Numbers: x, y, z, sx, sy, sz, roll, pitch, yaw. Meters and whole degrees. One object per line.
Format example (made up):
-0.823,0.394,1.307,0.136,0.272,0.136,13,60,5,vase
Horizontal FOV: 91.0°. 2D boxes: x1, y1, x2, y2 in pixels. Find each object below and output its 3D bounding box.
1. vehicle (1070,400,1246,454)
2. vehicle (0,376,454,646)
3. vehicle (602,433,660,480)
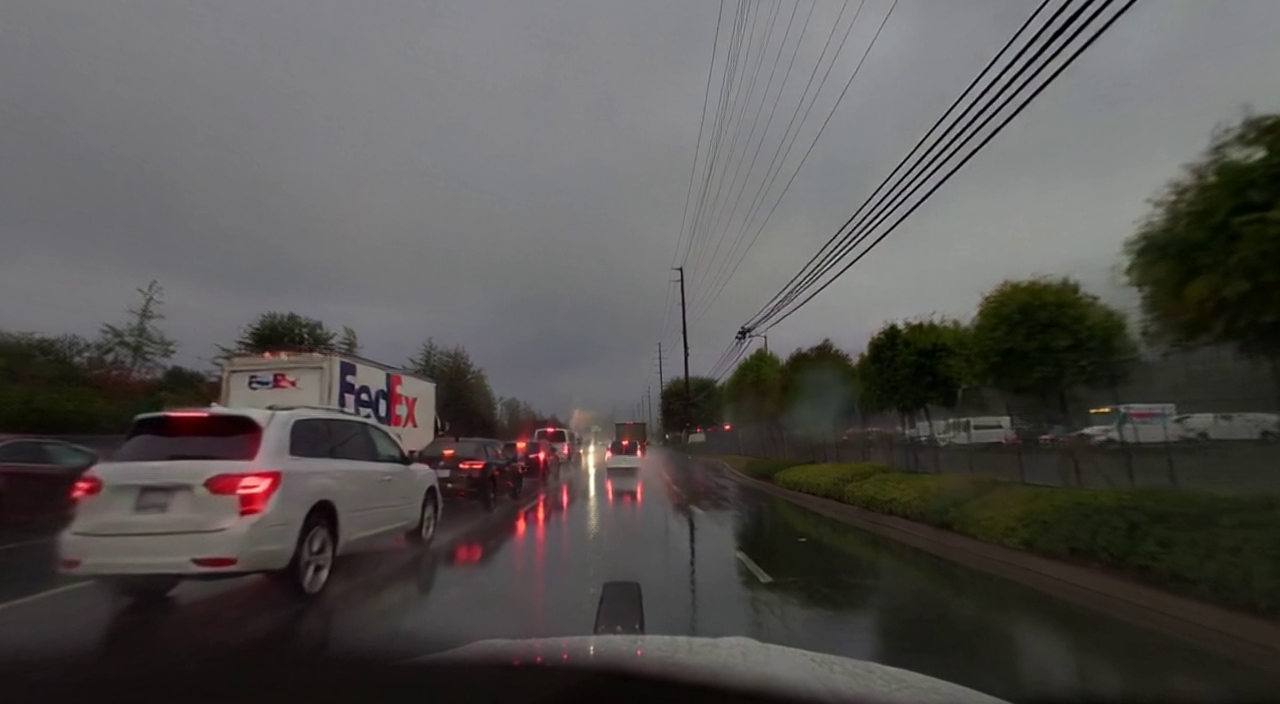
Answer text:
32.607,4.786,39.820,8.848,3.271,2.774,0,-9,-5,vehicle
-3.871,1.419,6.724,2.263,1.803,4.868,0,-8,0,vehicle
-0.372,4.024,24.546,2.055,1.671,4.147,0,-8,-1,vehicle
